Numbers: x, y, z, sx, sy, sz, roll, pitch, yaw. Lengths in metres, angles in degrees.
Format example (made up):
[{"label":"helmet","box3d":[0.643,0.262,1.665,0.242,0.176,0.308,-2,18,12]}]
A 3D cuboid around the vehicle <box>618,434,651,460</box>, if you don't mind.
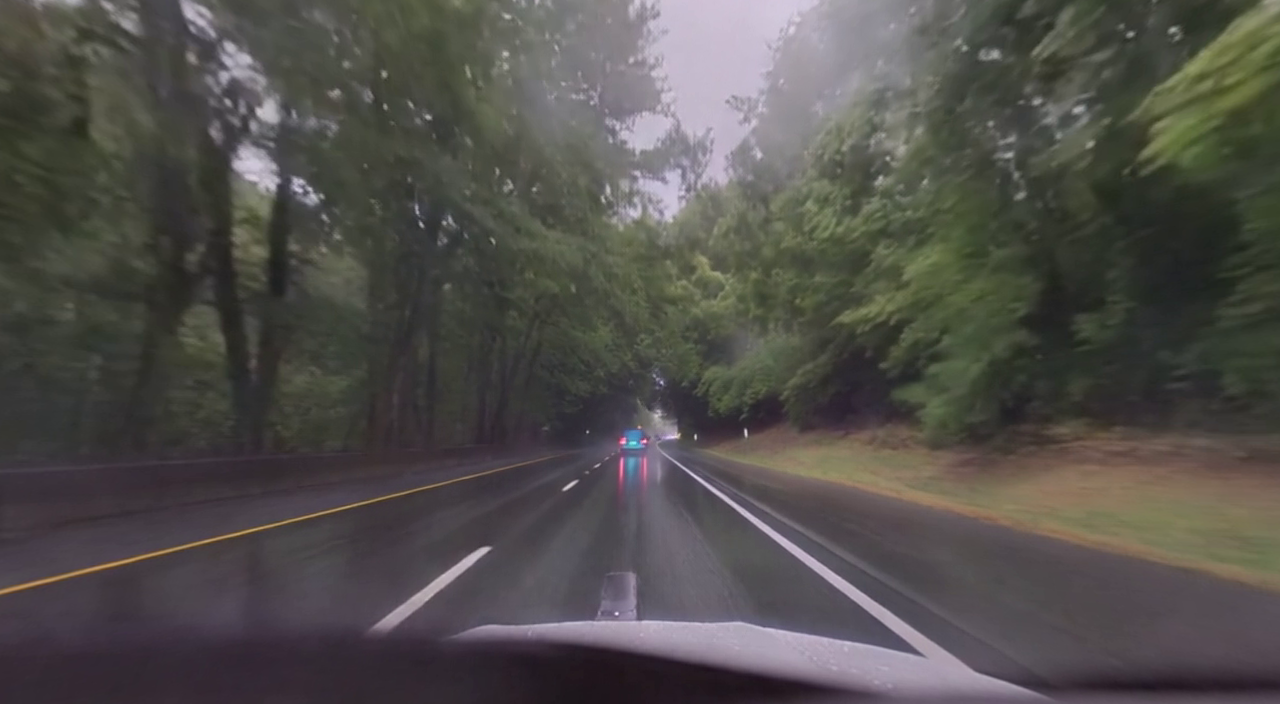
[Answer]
[{"label":"vehicle","box3d":[-0.384,6.448,43.098,2.094,1.653,4.283,0,-8,-1]}]
